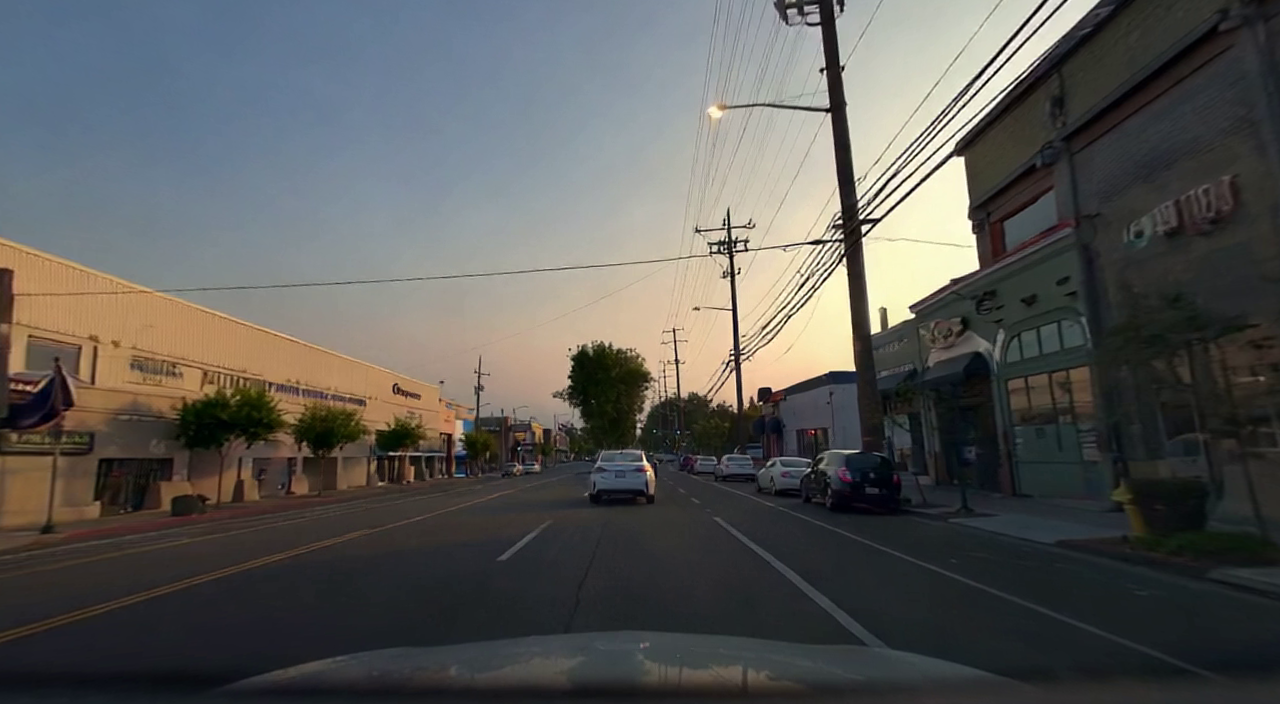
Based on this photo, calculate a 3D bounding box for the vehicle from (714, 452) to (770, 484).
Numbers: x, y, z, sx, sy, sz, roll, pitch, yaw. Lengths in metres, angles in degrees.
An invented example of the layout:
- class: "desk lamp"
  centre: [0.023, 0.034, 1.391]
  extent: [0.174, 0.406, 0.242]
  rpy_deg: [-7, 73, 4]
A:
- class: "vehicle"
  centre: [5.314, 6.103, 33.582]
  extent: [2.108, 1.471, 4.948]
  rpy_deg: [0, -9, -1]

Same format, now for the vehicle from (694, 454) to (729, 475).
- class: "vehicle"
  centre: [5.234, 8.340, 47.011]
  extent: [1.987, 1.459, 4.677]
  rpy_deg: [0, -8, -1]

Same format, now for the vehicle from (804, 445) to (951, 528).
- class: "vehicle"
  centre: [5.129, 2.912, 14.235]
  extent: [1.779, 1.592, 3.740]
  rpy_deg: [0, -9, -1]

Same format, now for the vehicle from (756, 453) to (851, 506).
- class: "vehicle"
  centre: [5.013, 3.943, 20.016]
  extent: [1.761, 1.413, 4.272]
  rpy_deg: [0, -8, -1]

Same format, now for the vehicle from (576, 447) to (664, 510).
- class: "vehicle"
  centre: [-0.475, 3.369, 17.350]
  extent: [2.116, 1.479, 3.980]
  rpy_deg: [0, -8, 0]
